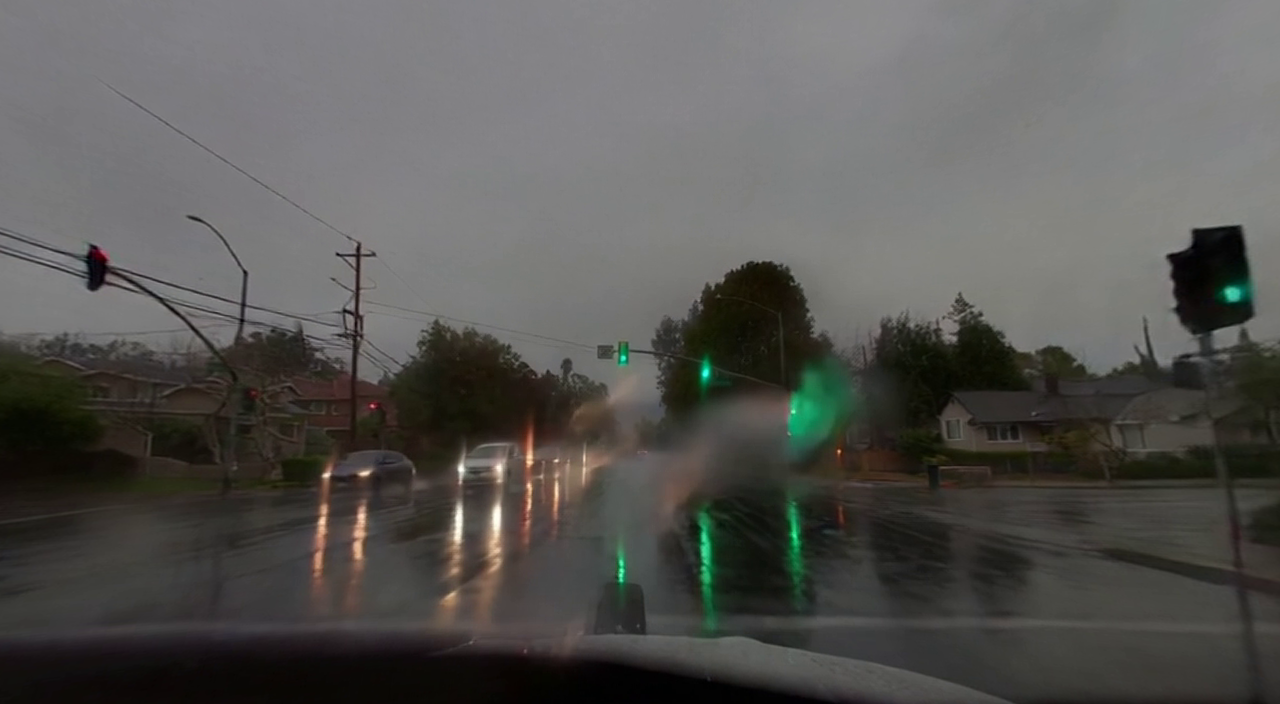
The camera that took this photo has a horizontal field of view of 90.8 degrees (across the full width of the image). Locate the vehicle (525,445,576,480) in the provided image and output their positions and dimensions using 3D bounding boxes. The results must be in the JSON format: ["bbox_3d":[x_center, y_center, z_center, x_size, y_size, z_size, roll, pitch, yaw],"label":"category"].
[{"bbox_3d":[-4.544,5.668,32.710,1.999,1.652,3.962,0,-8,1],"label":"vehicle"}]

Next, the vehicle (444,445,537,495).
[{"bbox_3d":[-4.744,3.783,20.748,2.003,1.462,4.220,0,-8,0],"label":"vehicle"}]

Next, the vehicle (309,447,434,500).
[{"bbox_3d":[-8.391,3.800,20.262,1.985,1.475,4.383,0,-8,1],"label":"vehicle"}]
